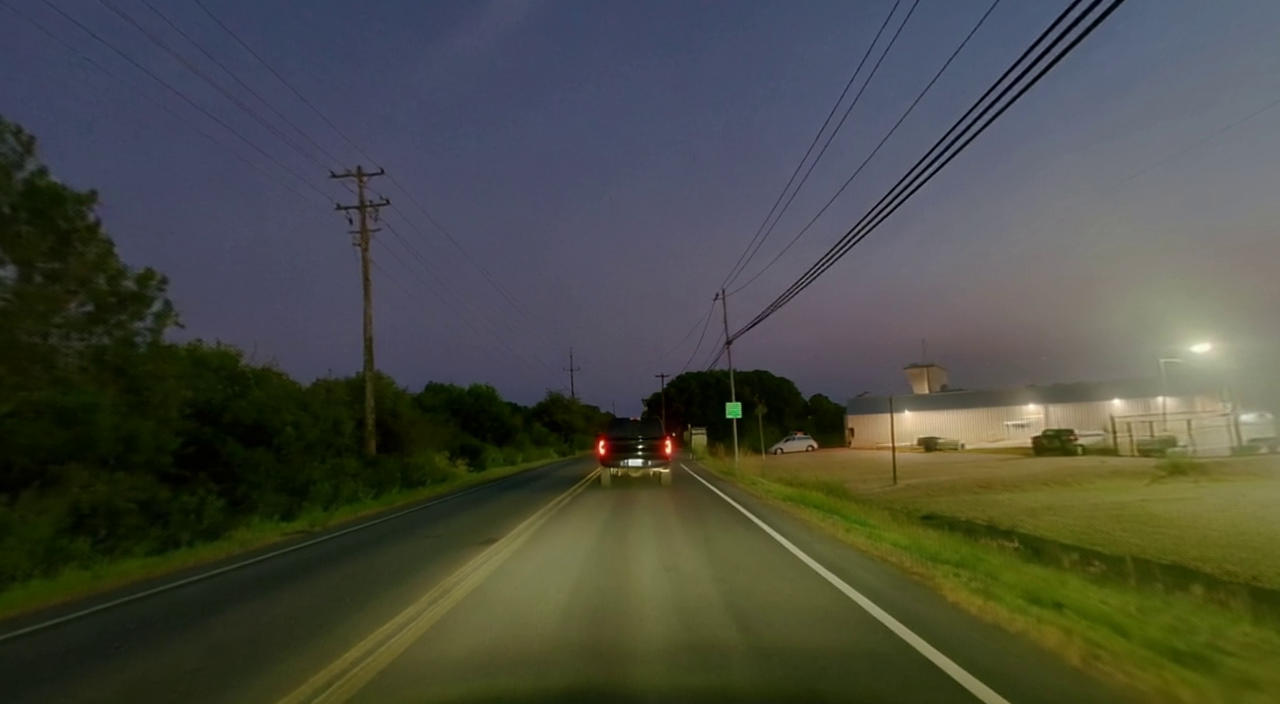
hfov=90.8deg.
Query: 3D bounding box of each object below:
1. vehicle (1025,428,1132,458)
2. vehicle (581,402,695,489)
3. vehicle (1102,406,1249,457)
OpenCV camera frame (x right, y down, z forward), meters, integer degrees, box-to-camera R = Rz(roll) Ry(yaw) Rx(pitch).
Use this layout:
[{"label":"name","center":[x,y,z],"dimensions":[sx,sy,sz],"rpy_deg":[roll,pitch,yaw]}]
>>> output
[{"label":"vehicle","center":[31.394,6.555,45.587],"dimensions":[2.323,2.002,6.310],"rpy_deg":[2,-8,-13]},{"label":"vehicle","center":[-0.107,3.034,20.629],"dimensions":[3.021,2.326,7.410],"rpy_deg":[0,-8,-1]},{"label":"vehicle","center":[33.636,5.068,39.986],"dimensions":[2.581,2.932,6.340],"rpy_deg":[4,-9,-27]}]
